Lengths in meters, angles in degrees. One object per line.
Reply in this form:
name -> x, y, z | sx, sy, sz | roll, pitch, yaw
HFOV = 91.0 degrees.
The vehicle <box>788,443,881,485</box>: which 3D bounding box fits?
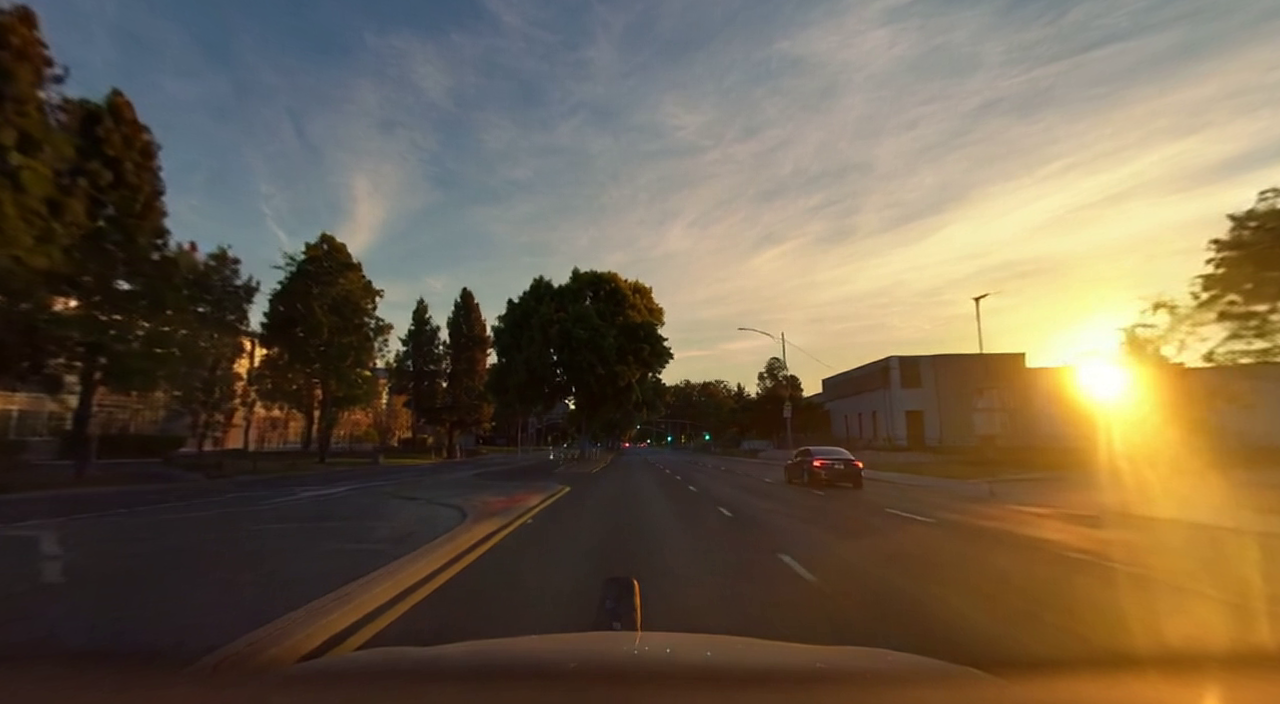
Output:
vehicle -> 7.301, 4.234, 24.202 | 2.054, 1.421, 4.487 | 0, -8, -1
